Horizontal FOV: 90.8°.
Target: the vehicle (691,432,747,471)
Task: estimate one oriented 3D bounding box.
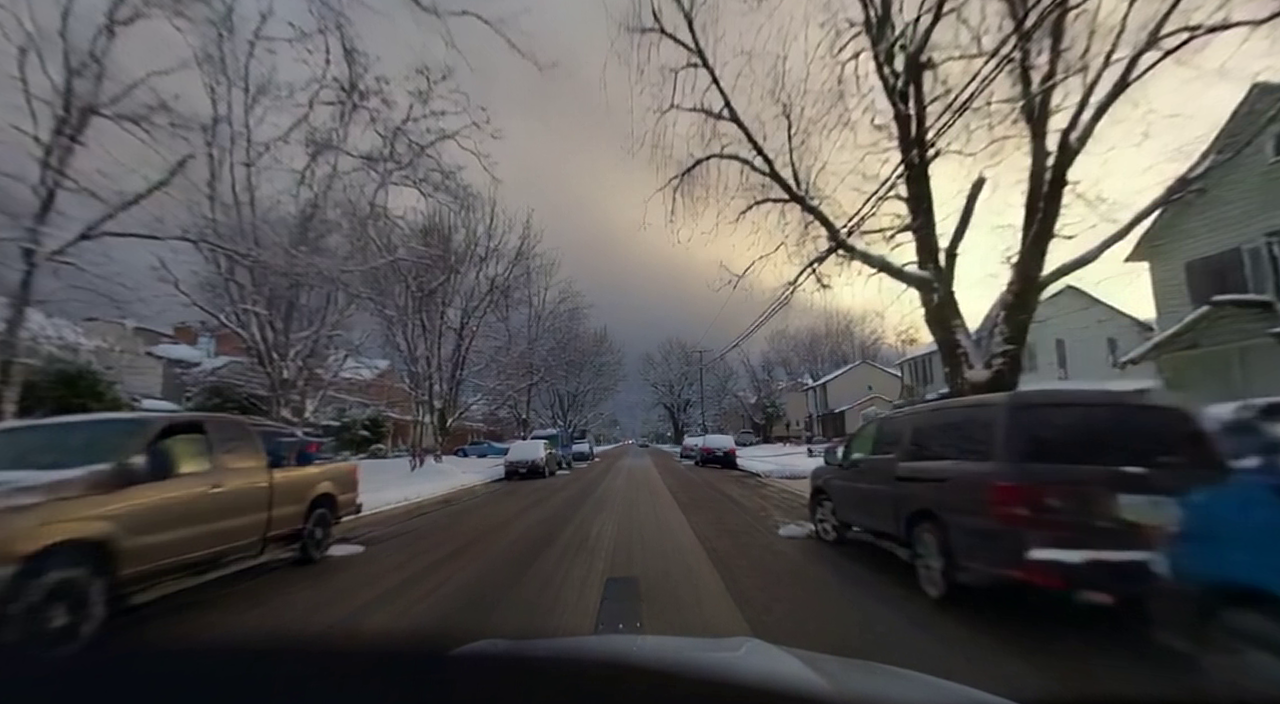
[{"bbox_3d":[4.051,5.230,33.337,2.152,1.810,5.846,-1,-8,0],"label":"vehicle"}]

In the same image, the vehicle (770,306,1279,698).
[{"bbox_3d":[3.549,1.277,6.850,2.744,2.152,6.605,0,-8,-1],"label":"vehicle"}]

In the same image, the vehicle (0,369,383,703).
[{"bbox_3d":[-4.811,1.450,6.054,2.364,1.968,5.671,-1,-8,-1],"label":"vehicle"}]

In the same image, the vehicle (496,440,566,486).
[{"bbox_3d":[-4.639,4.749,27.500,2.116,1.659,4.832,-2,-7,1],"label":"vehicle"}]

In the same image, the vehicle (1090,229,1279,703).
[{"bbox_3d":[3.579,0.387,0.968,2.144,2.166,4.766,-1,-8,-1],"label":"vehicle"}]
